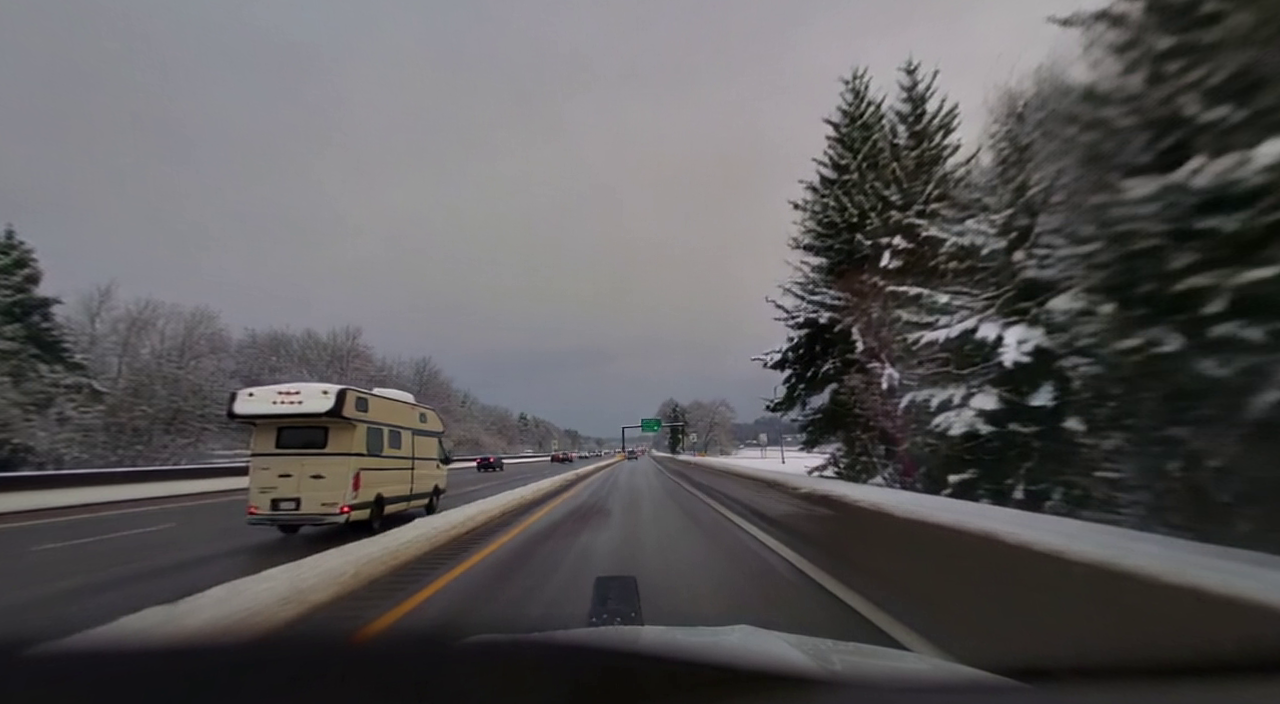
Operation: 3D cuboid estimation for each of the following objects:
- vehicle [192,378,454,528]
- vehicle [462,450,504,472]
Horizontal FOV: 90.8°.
[{"bbox_3d":[-7.368,2.533,16.244,2.747,2.934,7.411,0,-8,1],"label":"vehicle"},{"bbox_3d":[-11.436,7.988,46.315,1.981,1.503,4.207,0,-8,0],"label":"vehicle"}]
